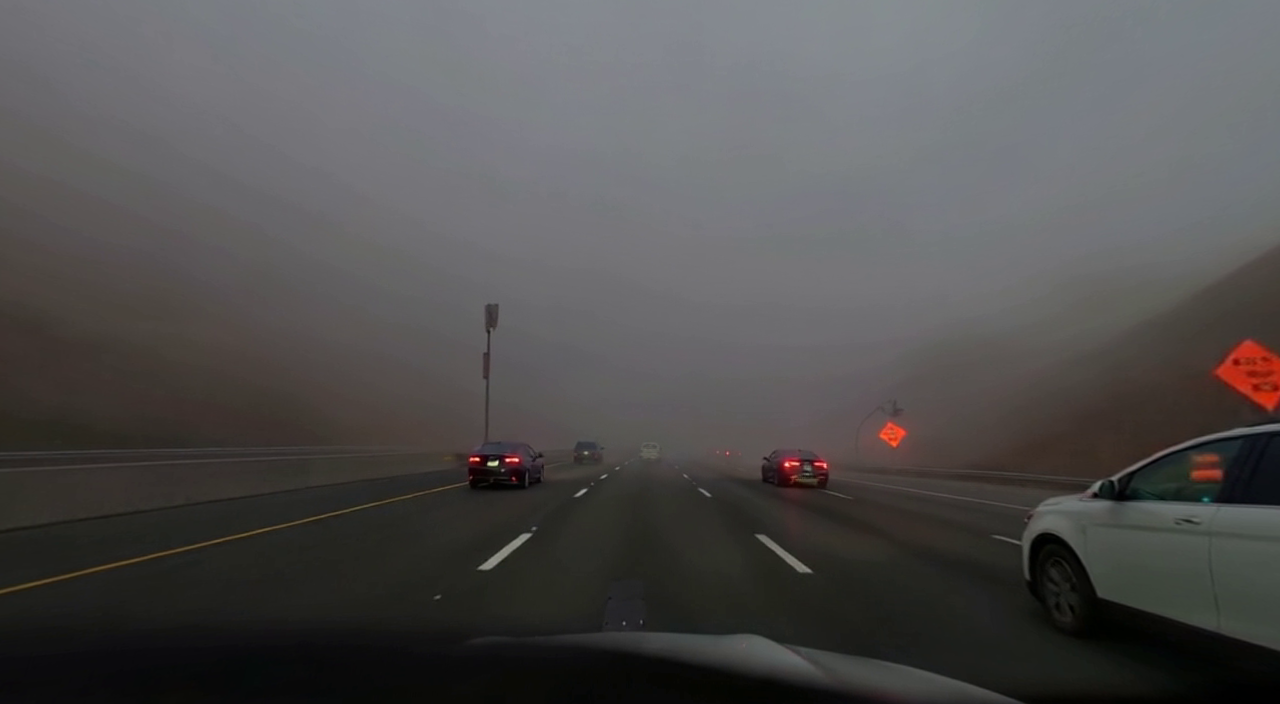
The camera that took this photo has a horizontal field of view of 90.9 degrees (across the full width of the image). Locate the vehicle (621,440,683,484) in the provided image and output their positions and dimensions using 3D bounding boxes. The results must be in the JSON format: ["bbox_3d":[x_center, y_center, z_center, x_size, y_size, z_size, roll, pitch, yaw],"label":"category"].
[{"bbox_3d":[0.425,4.075,23.717,2.138,1.473,4.392,0,-8,0],"label":"vehicle"}]

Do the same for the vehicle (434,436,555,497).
[{"bbox_3d":[-3.771,3.064,17.255,2.232,1.438,4.163,0,-8,2],"label":"vehicle"}]

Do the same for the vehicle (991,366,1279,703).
[{"bbox_3d":[3.862,0.887,2.720,2.018,1.670,4.658,0,-8,0],"label":"vehicle"}]

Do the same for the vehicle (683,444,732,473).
[{"bbox_3d":[3.539,5.666,33.886,2.177,1.453,4.205,0,-8,0],"label":"vehicle"}]

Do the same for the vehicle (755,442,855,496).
[{"bbox_3d":[4.976,3.560,19.643,1.867,1.465,4.093,0,-8,-2],"label":"vehicle"}]

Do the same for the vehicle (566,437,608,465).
[{"bbox_3d":[-3.302,6.279,40.198,2.234,1.675,4.527,0,-8,1],"label":"vehicle"}]
